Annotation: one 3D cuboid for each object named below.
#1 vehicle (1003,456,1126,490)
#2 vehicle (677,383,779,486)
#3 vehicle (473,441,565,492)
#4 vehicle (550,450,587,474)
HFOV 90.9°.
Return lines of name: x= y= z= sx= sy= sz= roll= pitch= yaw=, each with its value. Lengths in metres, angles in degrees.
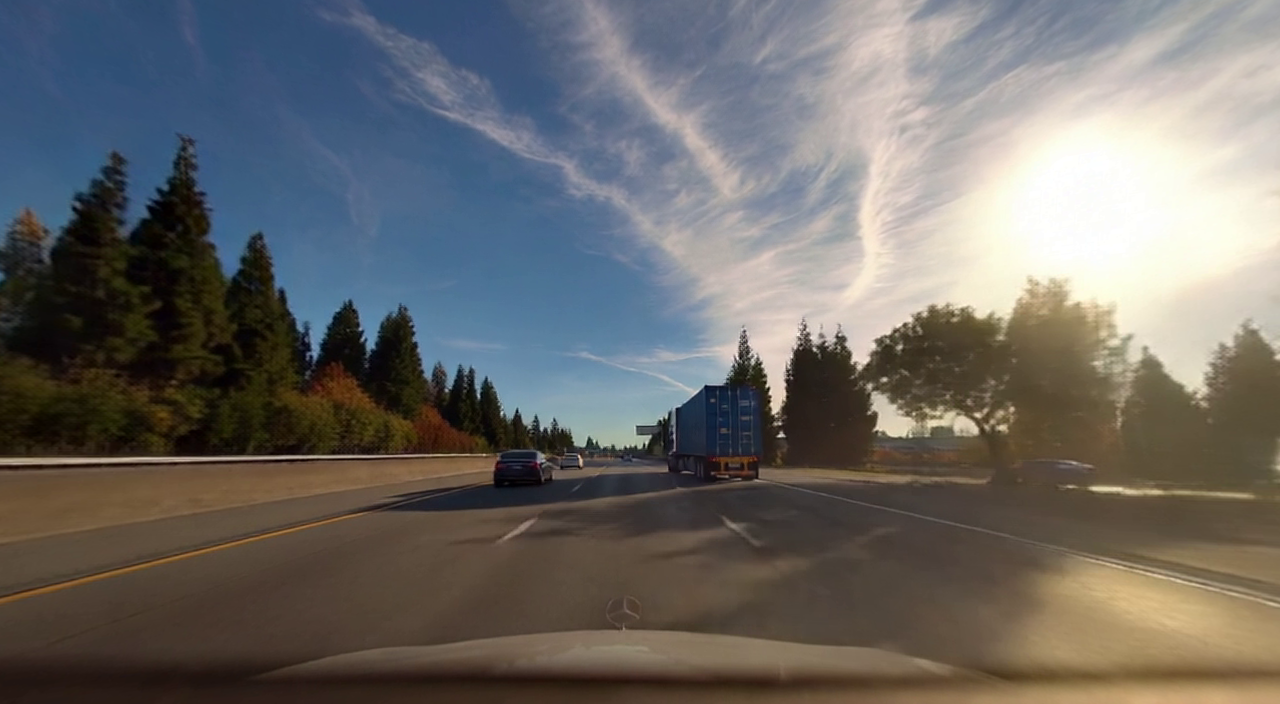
vehicle: x=19.974 y=5.684 z=29.970 sx=1.989 sy=1.430 sz=4.811 roll=1 pitch=-9 yaw=-10
vehicle: x=3.819 y=4.233 z=31.282 sx=2.821 sy=4.046 sz=12.876 roll=0 pitch=-9 yaw=-2
vehicle: x=-4.261 y=4.154 z=23.184 sx=2.370 sy=1.647 sz=5.091 roll=0 pitch=-9 yaw=0
vehicle: x=-4.718 y=7.273 z=41.816 sx=2.063 sy=1.532 sz=3.763 roll=0 pitch=-9 yaw=-1
